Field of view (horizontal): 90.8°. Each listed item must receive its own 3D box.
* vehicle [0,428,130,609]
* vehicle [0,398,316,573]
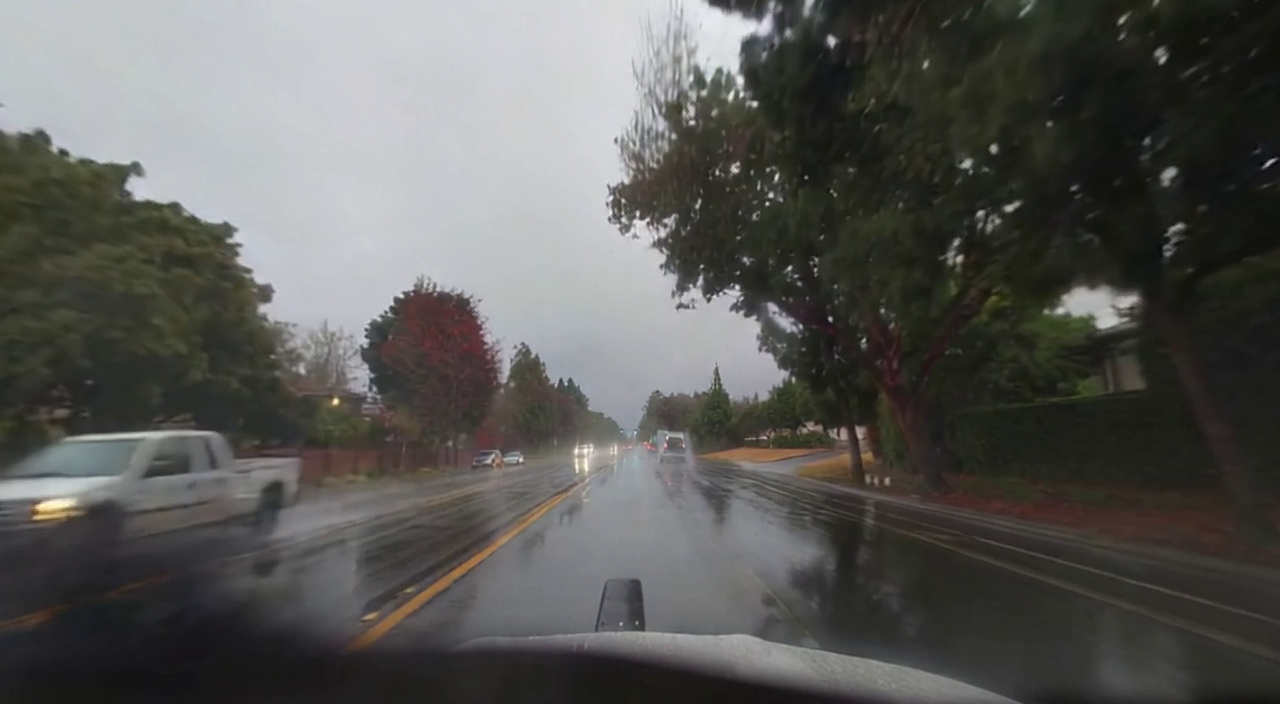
[{"bbox_3d":[-6.926,1.410,4.952,1.944,1.655,4.607,0,-9,1],"label":"vehicle"},{"bbox_3d":[-6.881,1.876,9.441,2.137,2.095,3.415,0,-9,1],"label":"vehicle"}]
